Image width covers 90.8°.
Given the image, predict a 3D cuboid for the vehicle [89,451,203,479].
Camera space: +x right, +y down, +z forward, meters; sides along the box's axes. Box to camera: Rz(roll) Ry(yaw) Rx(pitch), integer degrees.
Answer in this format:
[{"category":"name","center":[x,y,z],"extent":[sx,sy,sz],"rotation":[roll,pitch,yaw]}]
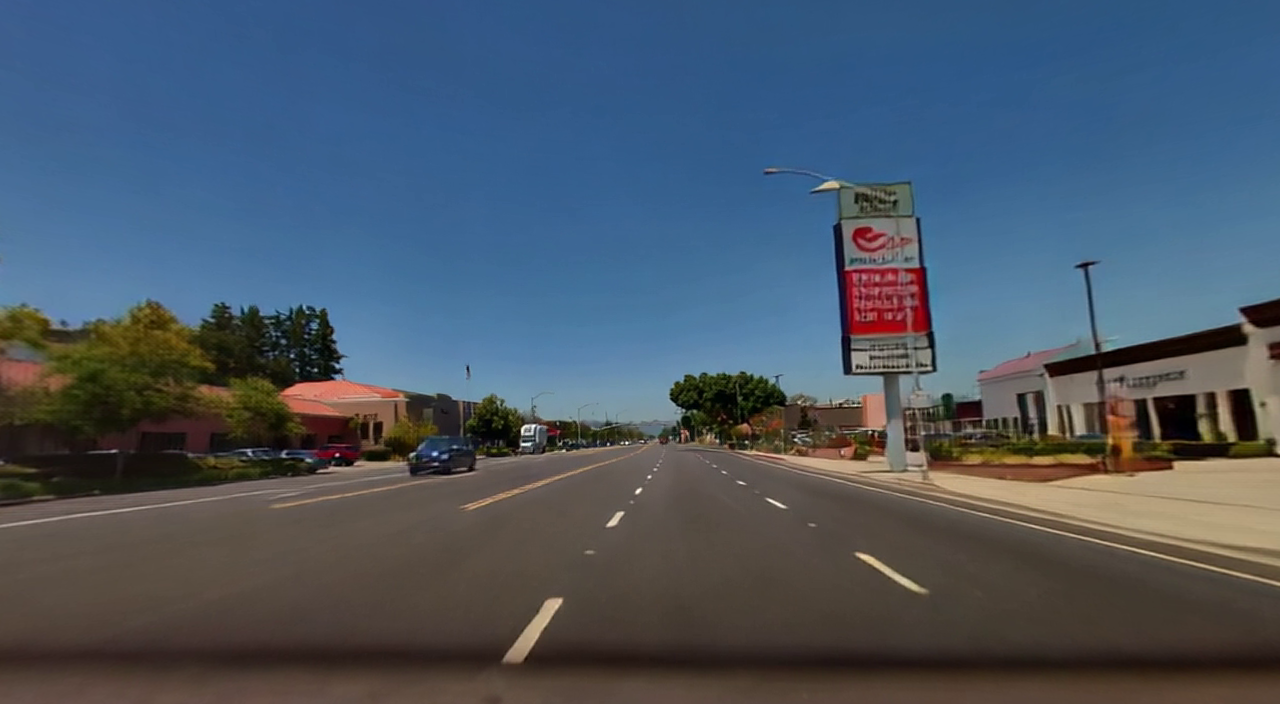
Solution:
[{"category":"vehicle","center":[-26.649,6.111,34.199],"extent":[4.553,1.445,1.942],"rotation":[0,-8,2]}]

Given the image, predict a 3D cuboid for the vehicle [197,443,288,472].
[{"category":"vehicle","center":[-25.876,6.883,41.227],"extent":[4.620,1.801,2.017],"rotation":[0,-8,2]}]

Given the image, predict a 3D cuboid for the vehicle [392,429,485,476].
[{"category":"vehicle","center":[-8.824,4.459,28.291],"extent":[2.157,1.883,5.286],"rotation":[0,-8,3]}]
